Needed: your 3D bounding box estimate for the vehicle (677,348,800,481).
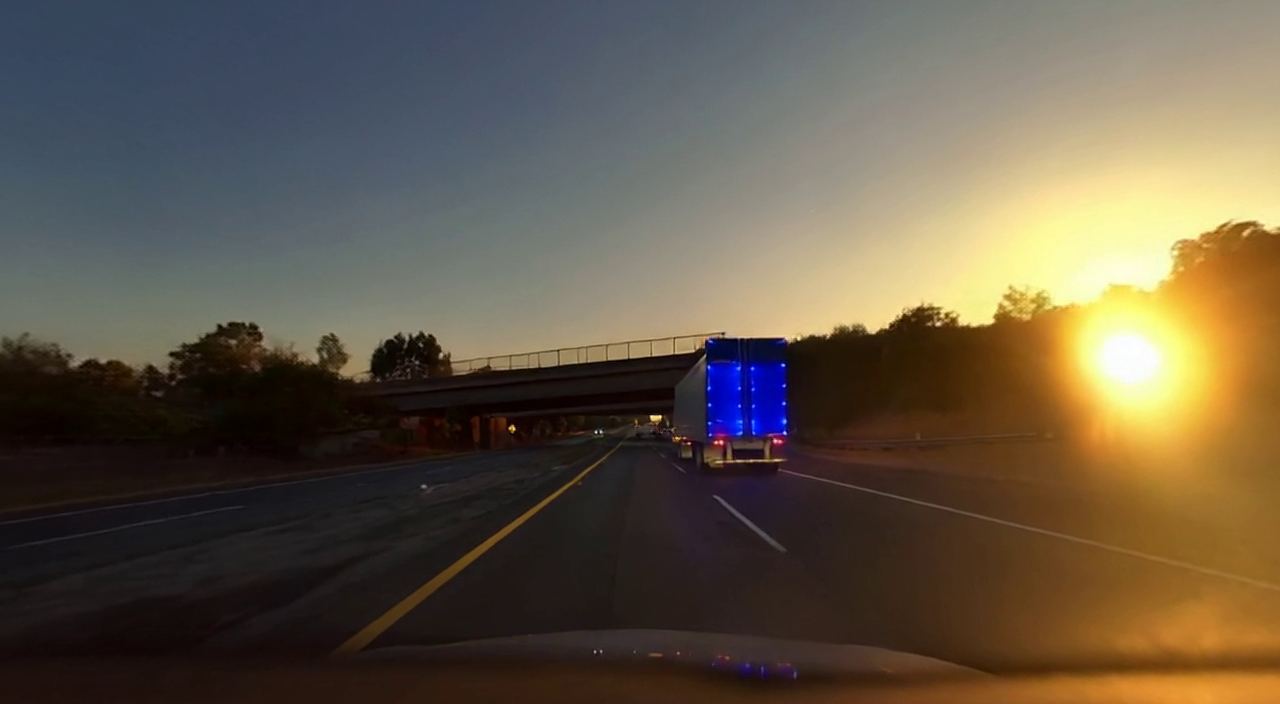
[{"bbox_3d":[3.103,2.366,22.583,2.949,3.877,8.528,0,-8,0],"label":"vehicle"}]
